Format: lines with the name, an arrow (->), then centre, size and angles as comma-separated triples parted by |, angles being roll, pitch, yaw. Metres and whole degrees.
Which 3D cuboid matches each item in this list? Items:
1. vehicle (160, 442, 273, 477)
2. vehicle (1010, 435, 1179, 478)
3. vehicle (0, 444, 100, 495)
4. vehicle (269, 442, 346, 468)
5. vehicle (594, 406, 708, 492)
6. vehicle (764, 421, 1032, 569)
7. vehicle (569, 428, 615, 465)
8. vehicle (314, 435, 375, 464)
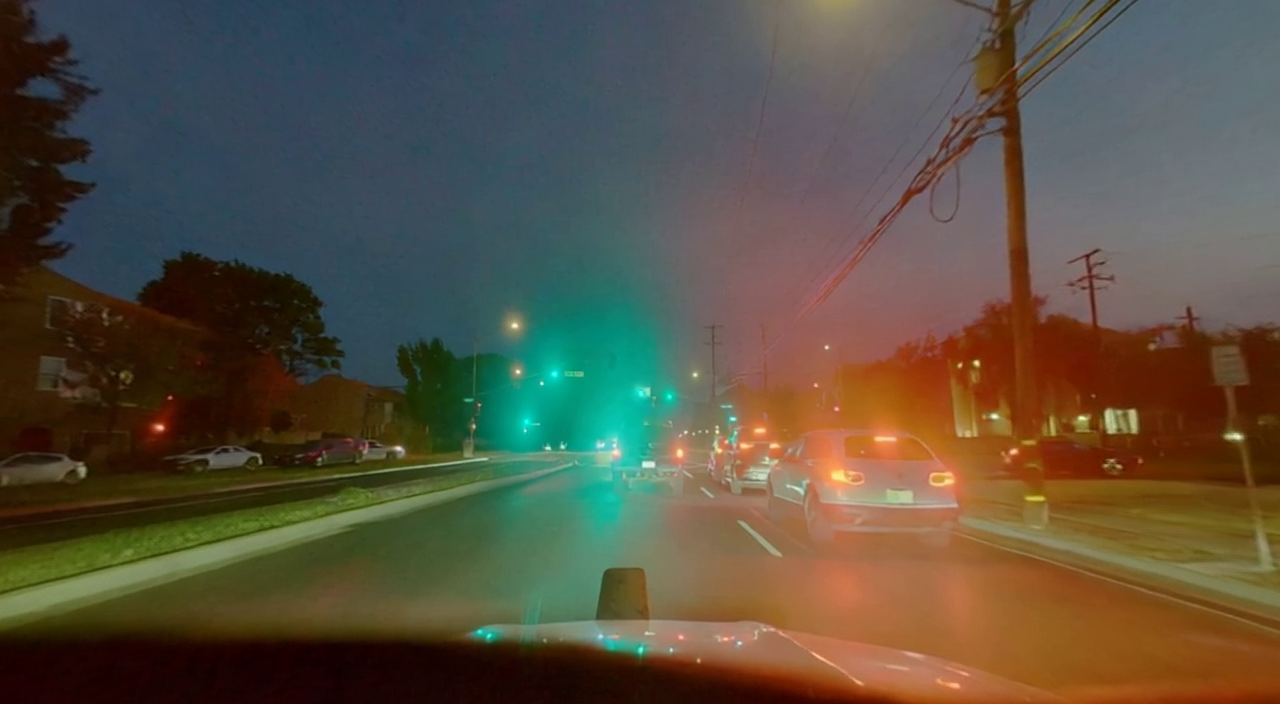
vehicle -> -19.670, 4.986, 29.566 | 1.891, 1.460, 4.681 | 0, -8, 3
vehicle -> 16.632, 3.850, 23.279 | 4.671, 1.495, 1.900 | -1, -8, 4
vehicle -> -19.799, 3.601, 19.506 | 1.866, 1.471, 4.770 | 0, -8, 1
vehicle -> -19.593, 6.073, 37.384 | 1.830, 1.436, 4.771 | 0, -8, 2
vehicle -> 0.284, 2.752, 18.004 | 2.769, 2.087, 5.130 | 0, -8, 0
vehicle -> 3.108, 1.804, 8.702 | 2.002, 1.511, 4.124 | 0, -8, 1
vehicle -> -2.536, 5.133, 34.334 | 1.999, 1.864, 4.279 | 0, -8, 3
vehicle -> -19.826, 6.563, 42.492 | 1.996, 1.809, 4.699 | 0, -8, -3
